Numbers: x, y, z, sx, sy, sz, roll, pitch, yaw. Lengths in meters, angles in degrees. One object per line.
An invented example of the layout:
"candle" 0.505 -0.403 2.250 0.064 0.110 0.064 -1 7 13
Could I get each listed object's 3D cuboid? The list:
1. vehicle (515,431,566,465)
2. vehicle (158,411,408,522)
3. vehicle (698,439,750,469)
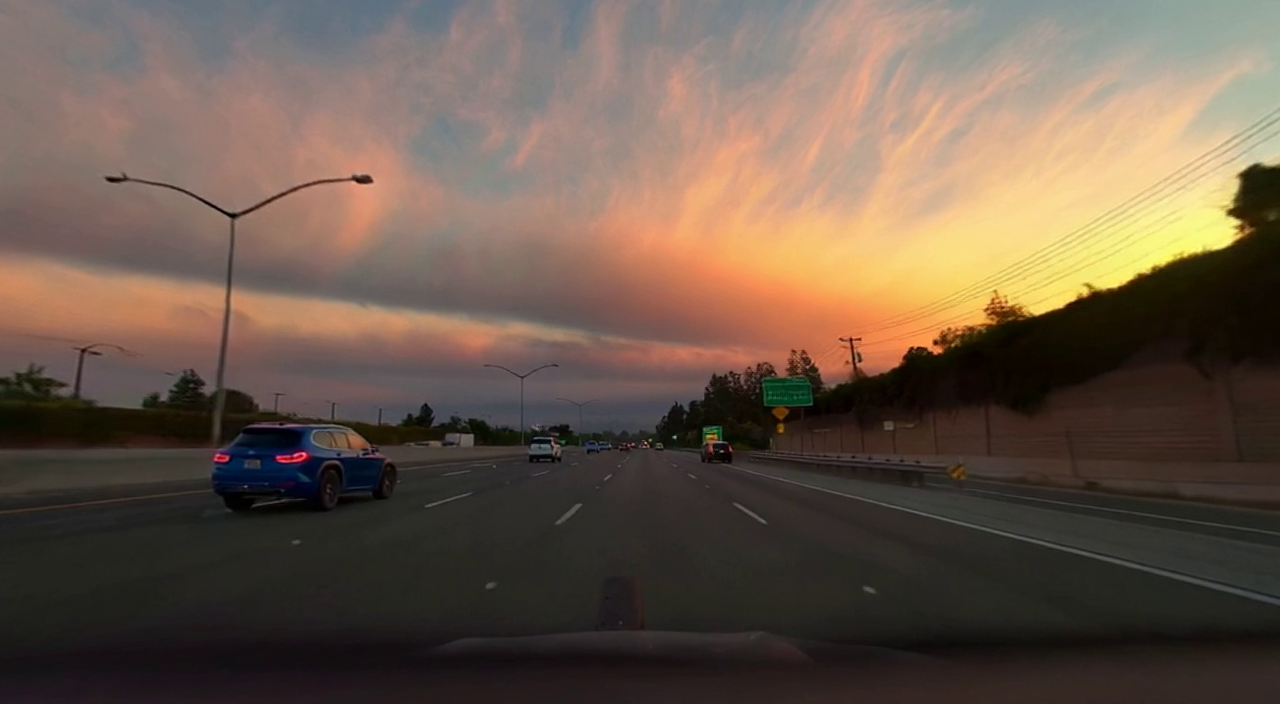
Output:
"vehicle" -6.046 5.936 38.925 2.255 1.934 4.868 0 -9 1
"vehicle" -6.400 2.113 12.112 2.058 1.698 4.567 0 -9 1
"vehicle" 4.635 5.709 35.331 2.251 1.520 4.550 0 -9 0
